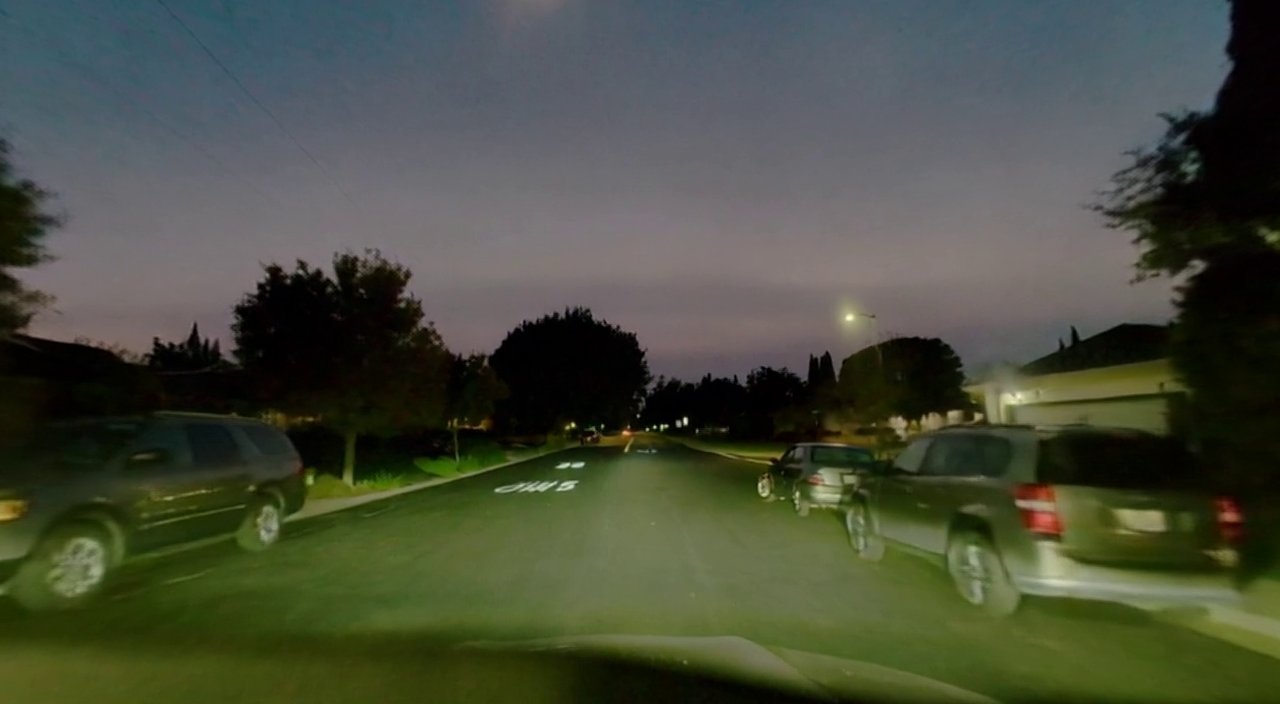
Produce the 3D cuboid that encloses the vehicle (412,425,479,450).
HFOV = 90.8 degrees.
[{"bbox_3d":[-13.372,5.885,43.507,3.921,1.629,1.832,0,-10,2],"label":"vehicle"}]

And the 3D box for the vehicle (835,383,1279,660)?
[{"bbox_3d":[3.736,1.395,6.334,2.033,1.730,4.554,0,-8,-1],"label":"vehicle"}]

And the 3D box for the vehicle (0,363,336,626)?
[{"bbox_3d":[-6.026,1.476,7.294,2.322,1.949,5.695,-1,-9,-2],"label":"vehicle"}]
